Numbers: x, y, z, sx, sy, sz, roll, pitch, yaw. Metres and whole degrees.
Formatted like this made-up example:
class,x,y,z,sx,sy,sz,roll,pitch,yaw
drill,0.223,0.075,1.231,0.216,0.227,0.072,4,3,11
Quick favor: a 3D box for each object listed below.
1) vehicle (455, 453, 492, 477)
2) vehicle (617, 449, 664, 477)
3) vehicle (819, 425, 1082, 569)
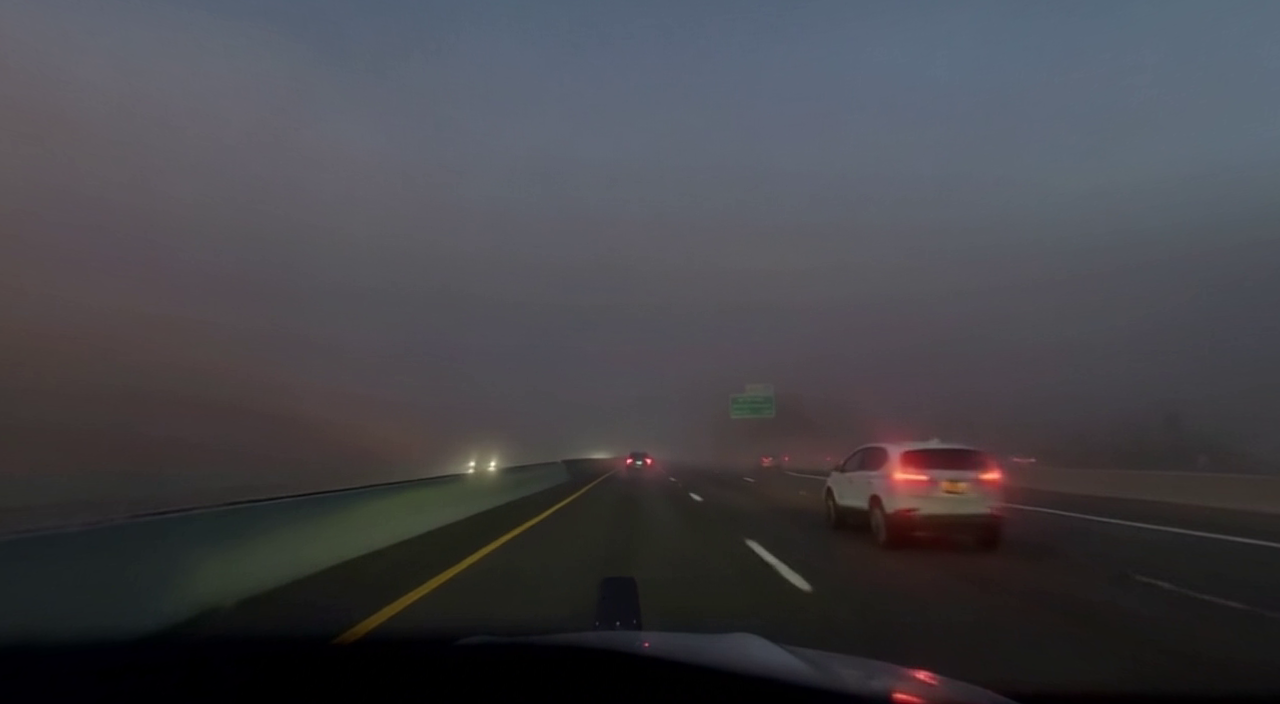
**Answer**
class,x,y,z,sx,sy,sz,roll,pitch,yaw
vehicle,-12.549,8.521,47.514,1.992,1.638,4.416,0,-9,-6
vehicle,0.073,6.843,38.870,2.084,1.594,4.219,-2,-9,12
vehicle,4.078,1.959,9.134,1.969,1.595,3.964,-1,-9,4
